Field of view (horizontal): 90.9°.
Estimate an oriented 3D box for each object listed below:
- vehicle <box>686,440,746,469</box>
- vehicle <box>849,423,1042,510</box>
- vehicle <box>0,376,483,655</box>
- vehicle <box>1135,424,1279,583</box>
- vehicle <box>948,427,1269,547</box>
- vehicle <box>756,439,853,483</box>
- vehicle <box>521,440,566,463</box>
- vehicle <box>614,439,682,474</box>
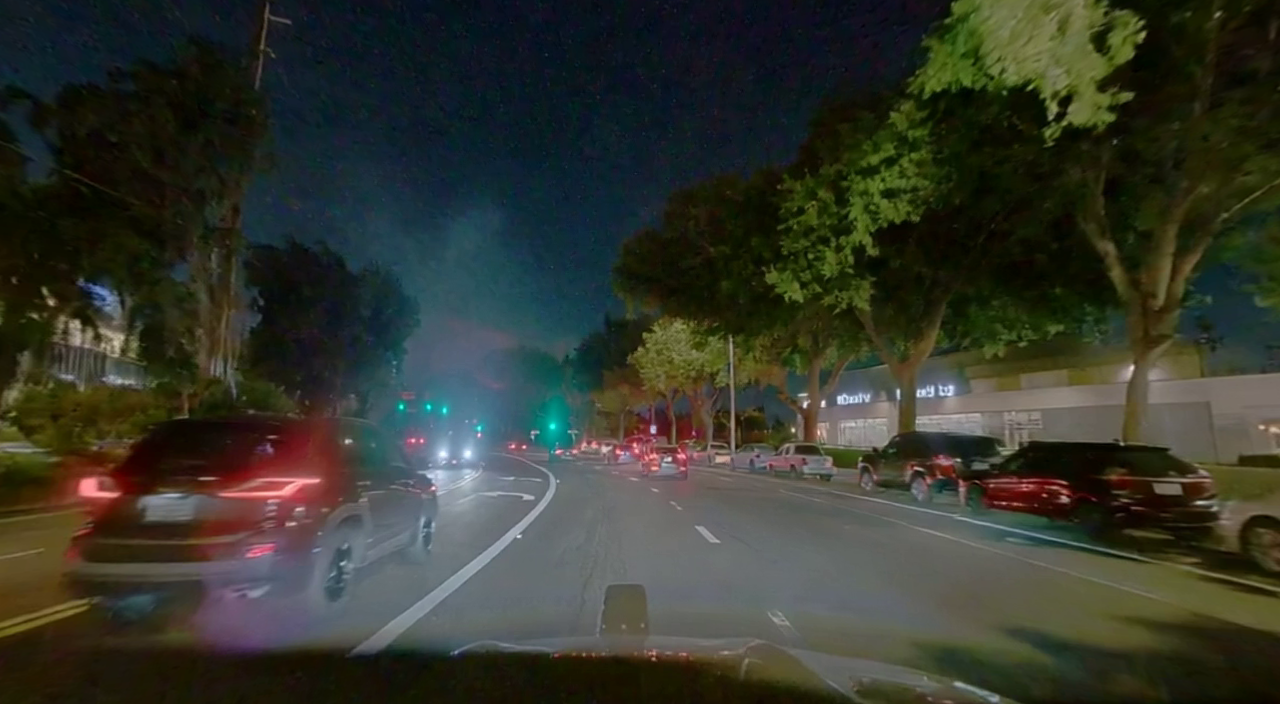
[{"bbox_3d":[4.091,5.627,34.732,1.820,1.450,4.408,2,-9,-13],"label":"vehicle"},{"bbox_3d":[7.036,2.680,15.202,2.070,1.758,4.392,1,-9,-7],"label":"vehicle"},{"bbox_3d":[-3.375,1.430,6.712,2.301,1.793,5.082,0,-9,-3],"label":"vehicle"},{"bbox_3d":[7.378,1.394,5.746,2.027,1.552,4.423,-1,-10,-1],"label":"vehicle"},{"bbox_3d":[7.345,2.207,10.671,1.972,1.429,4.487,5,-10,-1],"label":"vehicle"},{"bbox_3d":[6.099,4.087,24.027,1.890,1.488,4.567,1,-9,-9],"label":"vehicle"},{"bbox_3d":[-6.773,6.901,43.840,2.308,1.535,4.811,3,-9,-18],"label":"vehicle"},{"bbox_3d":[0.280,4.860,29.519,2.280,1.472,4.426,2,-9,-11],"label":"vehicle"}]
